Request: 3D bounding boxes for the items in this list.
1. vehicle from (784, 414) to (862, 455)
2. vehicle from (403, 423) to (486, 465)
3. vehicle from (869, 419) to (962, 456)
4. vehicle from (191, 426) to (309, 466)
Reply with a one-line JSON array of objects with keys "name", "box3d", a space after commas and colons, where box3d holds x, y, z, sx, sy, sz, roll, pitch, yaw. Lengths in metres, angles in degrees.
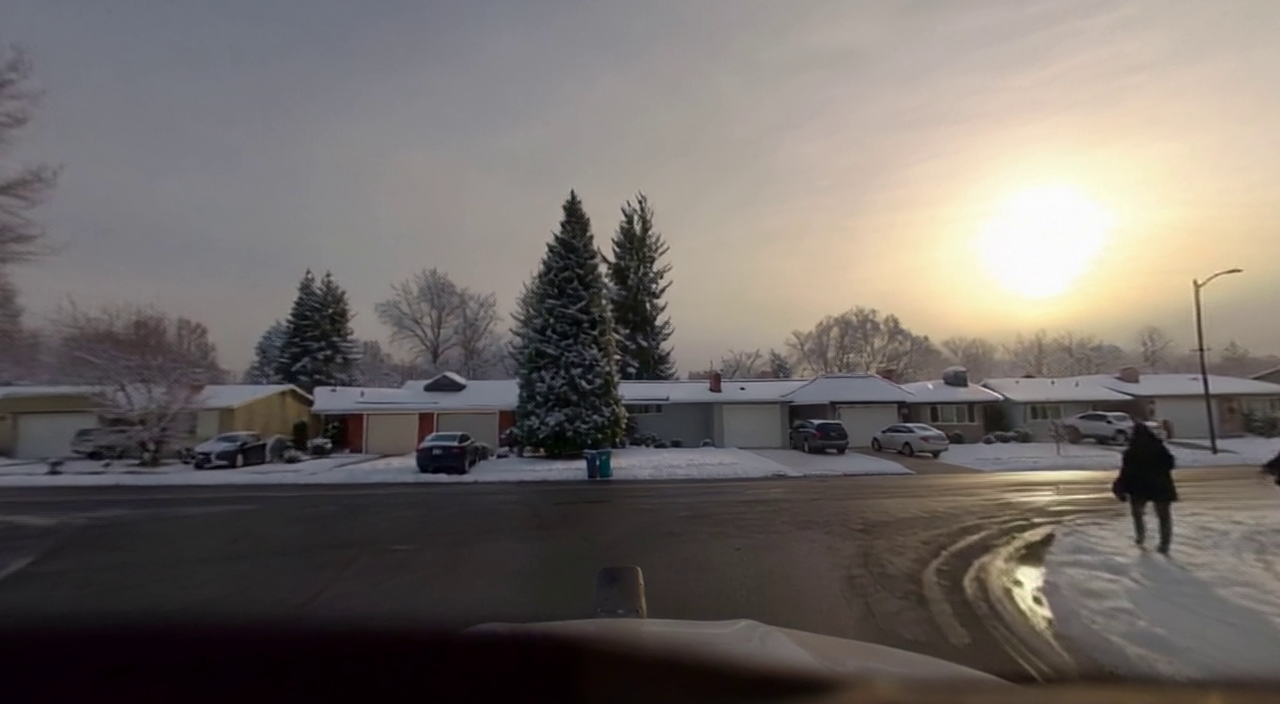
[{"name": "vehicle", "box3d": [8.357, 3.872, 29.280, 1.937, 1.731, 4.179, 1, -9, -6]}, {"name": "vehicle", "box3d": [-8.325, 4.017, 27.425, 1.942, 1.651, 4.655, 0, -8, 2]}, {"name": "vehicle", "box3d": [12.359, 3.916, 28.656, 1.873, 1.556, 4.216, 1, -9, -8]}, {"name": "vehicle", "box3d": [-17.811, 4.332, 29.145, 1.942, 1.700, 4.478, -2, -9, 13]}]
